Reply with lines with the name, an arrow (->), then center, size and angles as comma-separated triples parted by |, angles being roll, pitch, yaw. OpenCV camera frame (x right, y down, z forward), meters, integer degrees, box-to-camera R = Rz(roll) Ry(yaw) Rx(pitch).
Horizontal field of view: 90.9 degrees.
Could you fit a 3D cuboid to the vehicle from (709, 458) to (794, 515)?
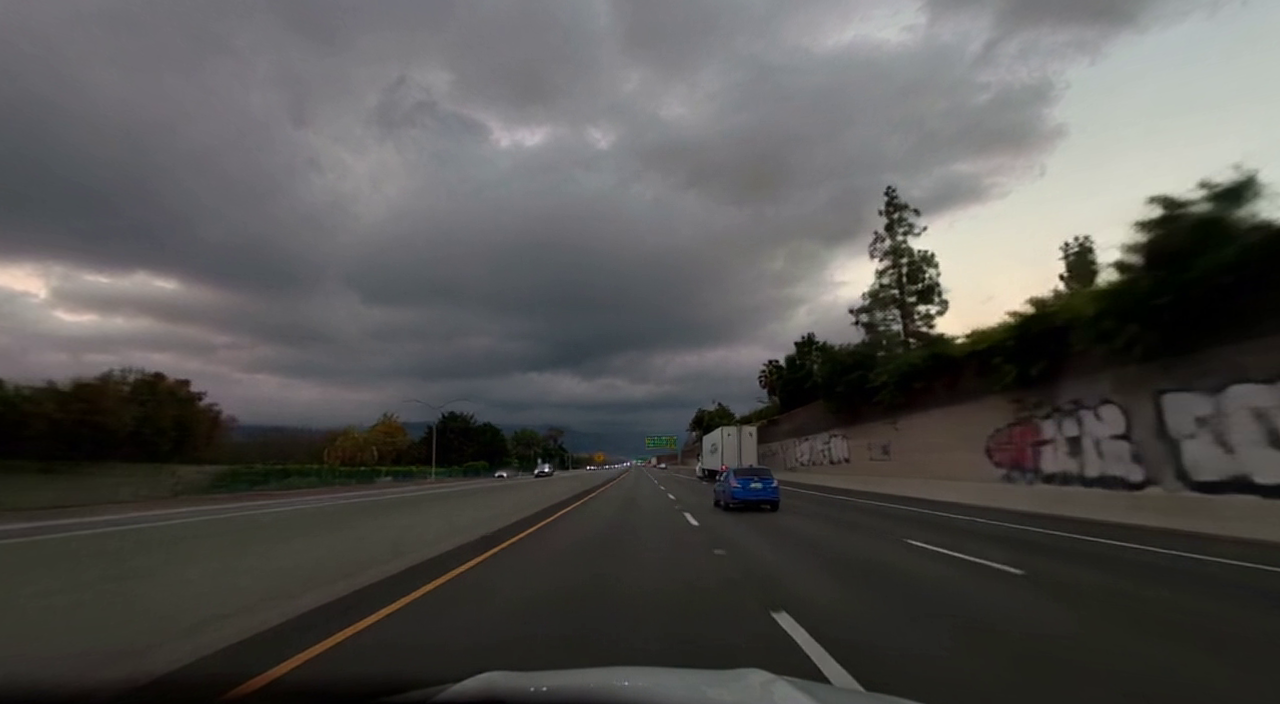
vehicle -> 3.389, 4.176, 19.880 | 2.011, 1.574, 3.512 | 1, -10, 0
